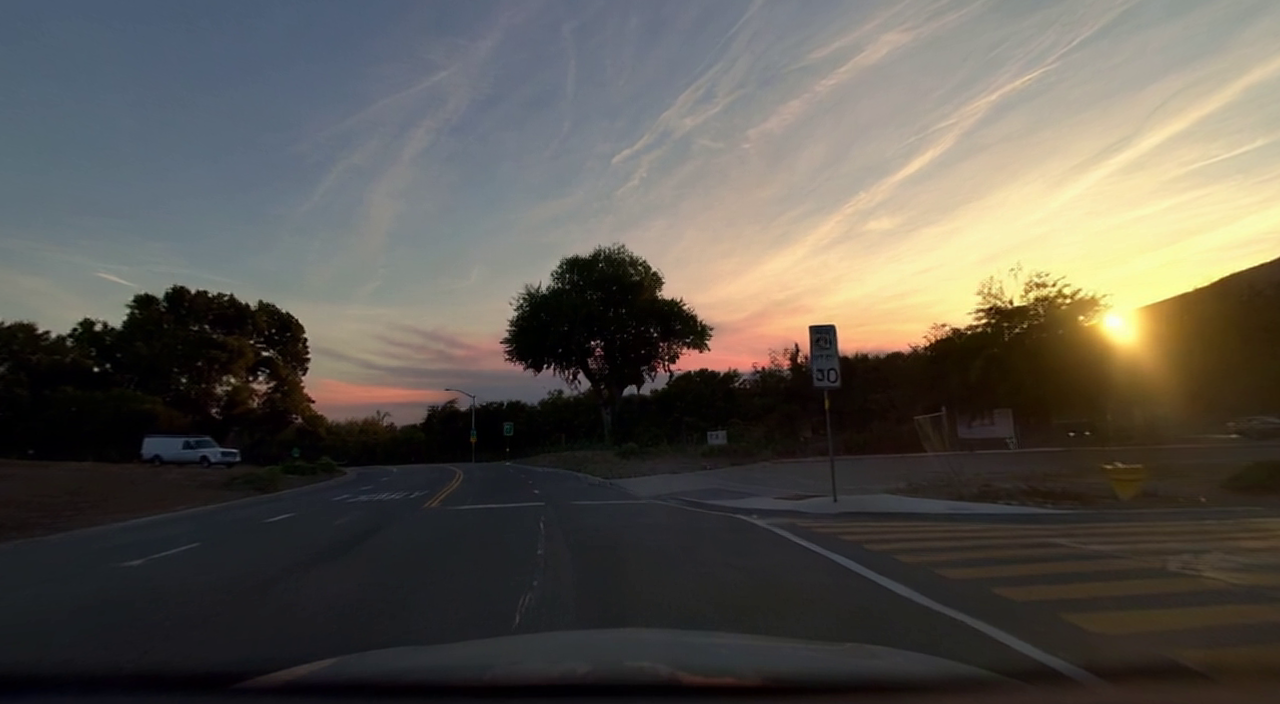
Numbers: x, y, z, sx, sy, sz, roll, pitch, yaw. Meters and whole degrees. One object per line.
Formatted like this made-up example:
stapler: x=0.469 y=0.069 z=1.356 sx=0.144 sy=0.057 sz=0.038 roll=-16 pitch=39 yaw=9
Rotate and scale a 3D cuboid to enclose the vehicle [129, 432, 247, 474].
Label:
vehicle: x=-23.107 y=5.160 z=32.268 sx=4.699 sy=1.996 sz=2.116 roll=-2 pitch=-9 yaw=11
